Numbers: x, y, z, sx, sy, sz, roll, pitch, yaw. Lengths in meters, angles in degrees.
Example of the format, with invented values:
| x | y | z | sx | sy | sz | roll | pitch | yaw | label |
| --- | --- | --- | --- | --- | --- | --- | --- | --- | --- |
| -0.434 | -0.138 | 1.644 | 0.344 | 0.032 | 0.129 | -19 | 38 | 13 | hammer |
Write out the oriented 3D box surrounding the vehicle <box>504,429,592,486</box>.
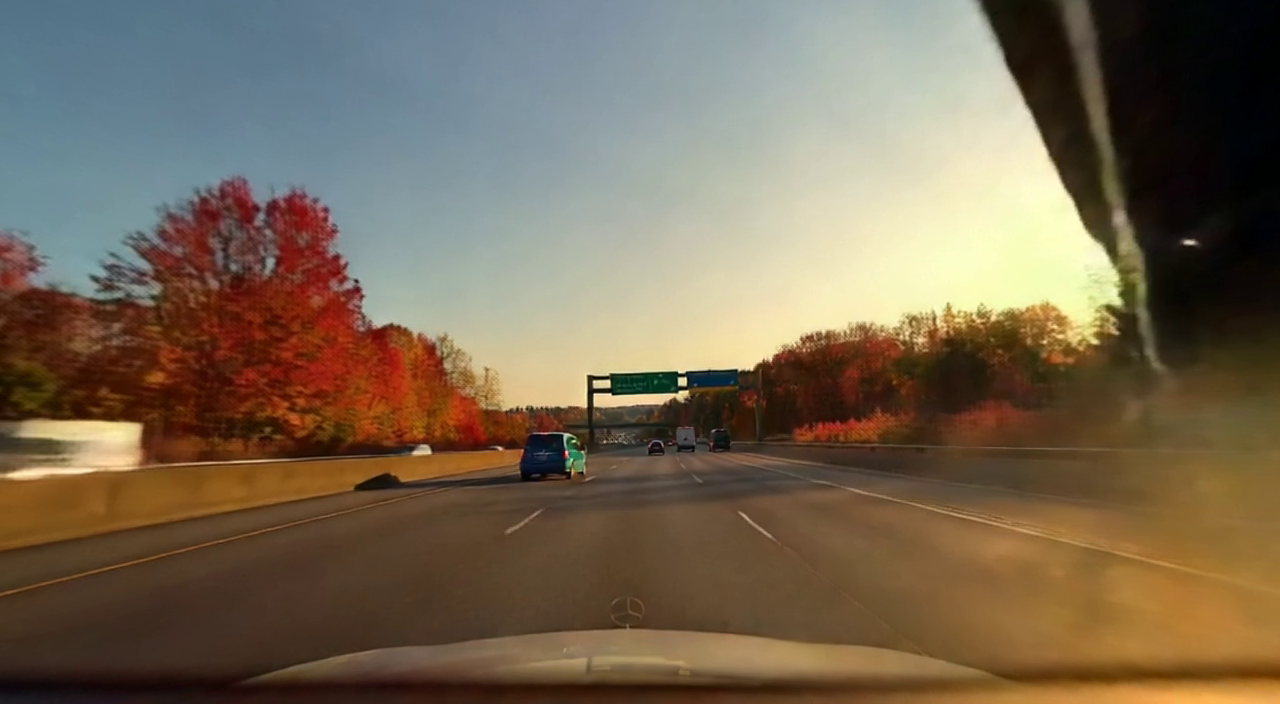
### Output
| x | y | z | sx | sy | sz | roll | pitch | yaw | label |
| --- | --- | --- | --- | --- | --- | --- | --- | --- | --- |
| -2.955 | 3.511 | 21.226 | 2.177 | 1.707 | 4.432 | -1 | -8 | 2 | vehicle |

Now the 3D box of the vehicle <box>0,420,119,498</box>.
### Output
| x | y | z | sx | sy | sz | roll | pitch | yaw | label |
| --- | --- | --- | --- | --- | --- | --- | --- | --- | --- |
| -22.929 | 3.897 | 23.098 | 2.310 | 2.609 | 5.912 | -1 | -8 | 2 | vehicle |
